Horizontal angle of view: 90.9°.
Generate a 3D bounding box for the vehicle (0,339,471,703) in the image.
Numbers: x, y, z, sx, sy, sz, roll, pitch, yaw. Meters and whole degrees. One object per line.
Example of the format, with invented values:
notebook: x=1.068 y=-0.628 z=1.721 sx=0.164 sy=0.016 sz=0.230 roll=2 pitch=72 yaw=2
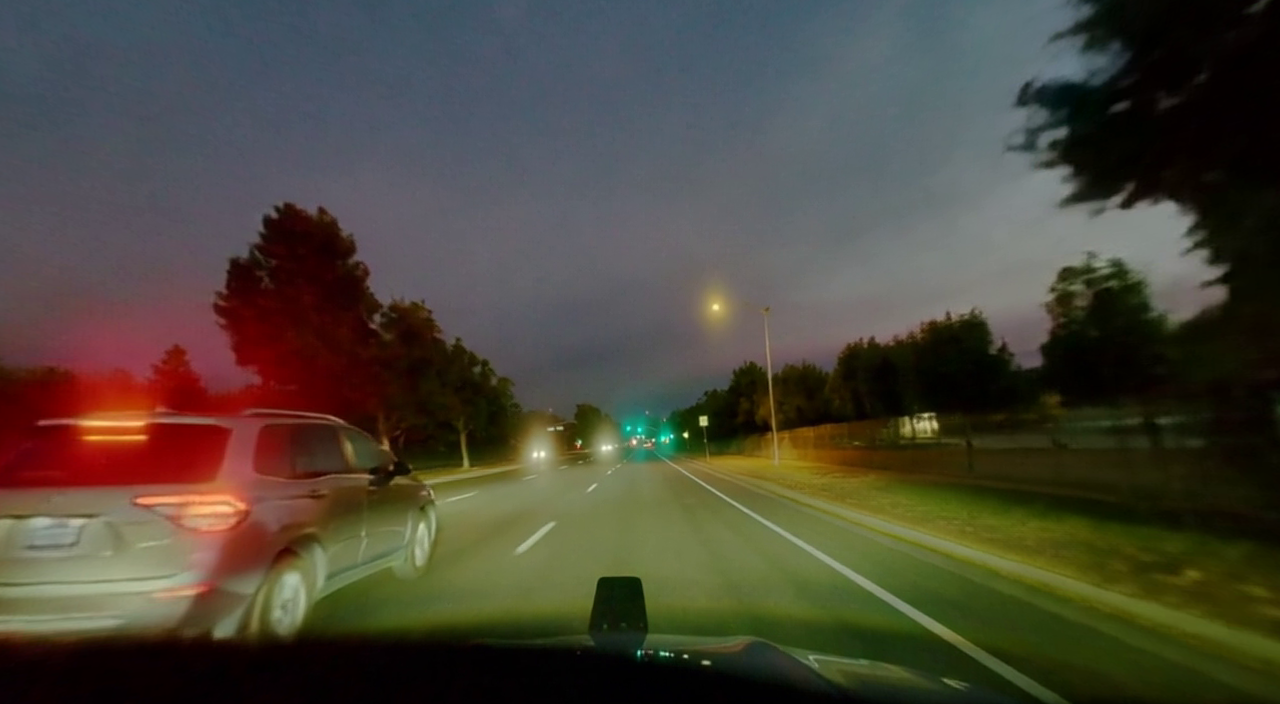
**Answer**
vehicle: x=-3.168 y=1.198 z=5.231 sx=2.160 sy=1.855 sz=4.695 roll=0 pitch=-8 yaw=1
